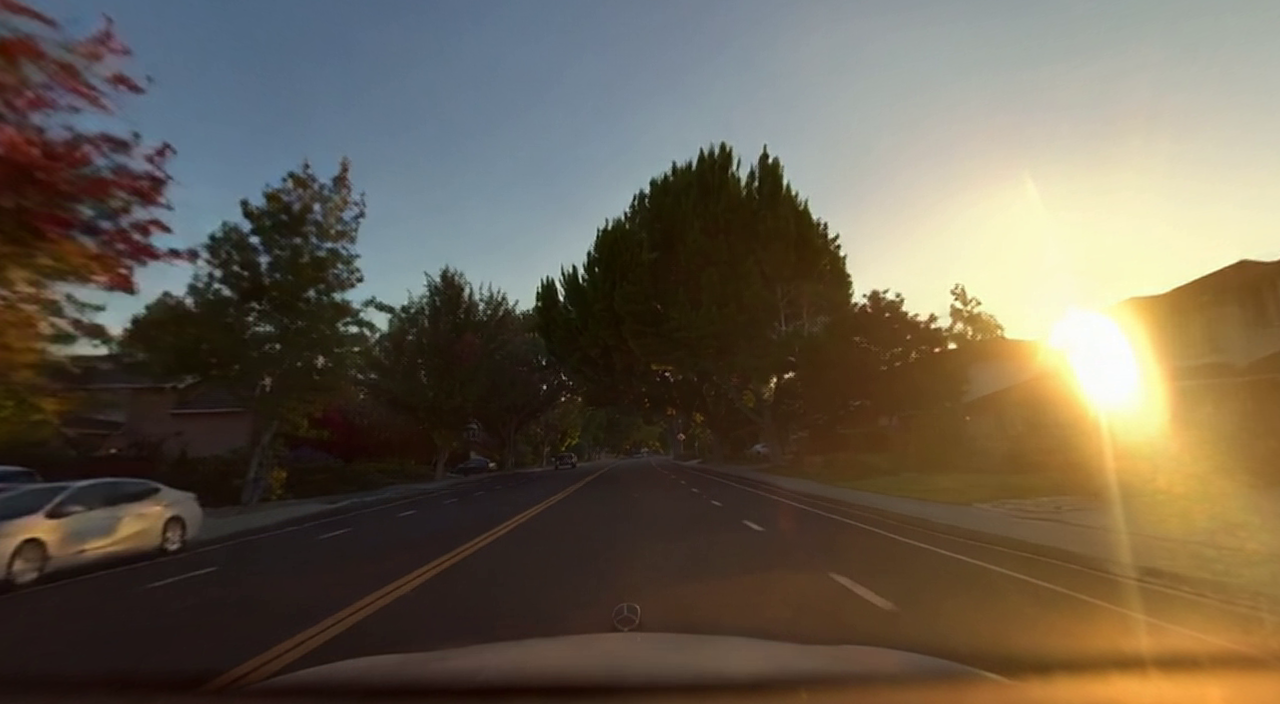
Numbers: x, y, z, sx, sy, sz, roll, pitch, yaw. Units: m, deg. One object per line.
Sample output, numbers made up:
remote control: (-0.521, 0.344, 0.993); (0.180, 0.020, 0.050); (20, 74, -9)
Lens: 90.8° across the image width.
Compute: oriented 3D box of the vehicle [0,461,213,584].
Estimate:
vehicle: (-9.540, 2.711, 10.471); (1.931, 1.465, 4.683); (-5, -8, -3)
